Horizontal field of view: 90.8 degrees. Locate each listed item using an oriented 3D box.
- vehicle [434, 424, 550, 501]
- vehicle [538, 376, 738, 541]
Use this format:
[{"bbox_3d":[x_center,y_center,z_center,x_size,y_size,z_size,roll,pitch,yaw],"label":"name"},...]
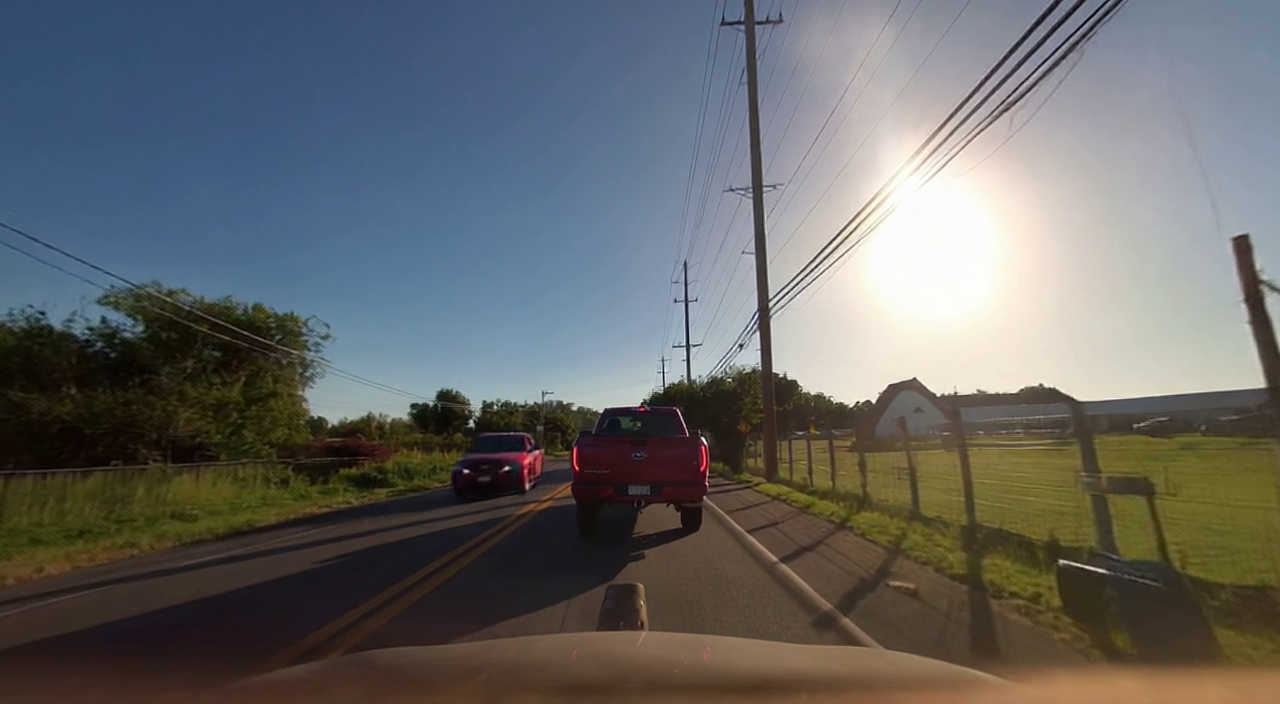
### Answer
[{"bbox_3d":[-3.886,3.013,17.565,2.072,1.819,4.707,0,-8,0],"label":"vehicle"},{"bbox_3d":[-0.080,1.870,11.587,2.693,2.223,5.885,0,-8,-1],"label":"vehicle"}]
